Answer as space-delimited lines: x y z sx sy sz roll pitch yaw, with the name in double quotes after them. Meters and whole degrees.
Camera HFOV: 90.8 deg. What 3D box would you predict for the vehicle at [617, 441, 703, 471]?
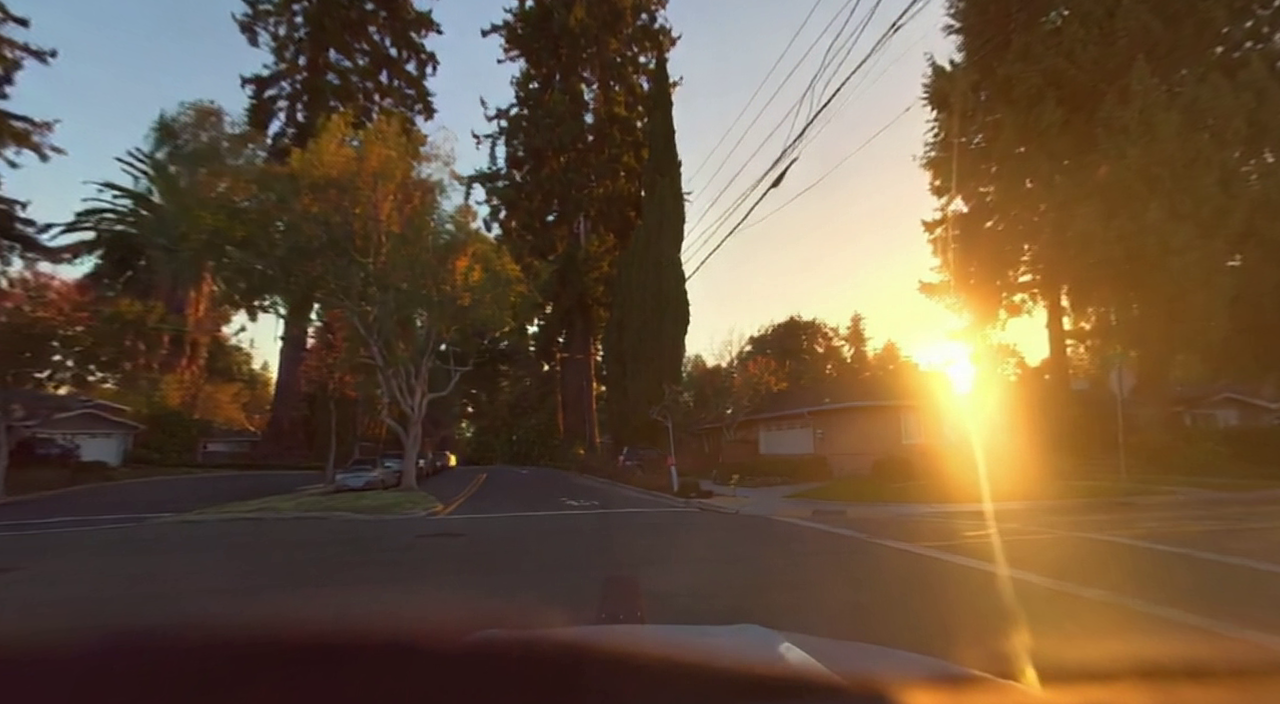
1.171 6.174 37.646 4.784 1.647 1.947 2 -9 -14 "vehicle"
